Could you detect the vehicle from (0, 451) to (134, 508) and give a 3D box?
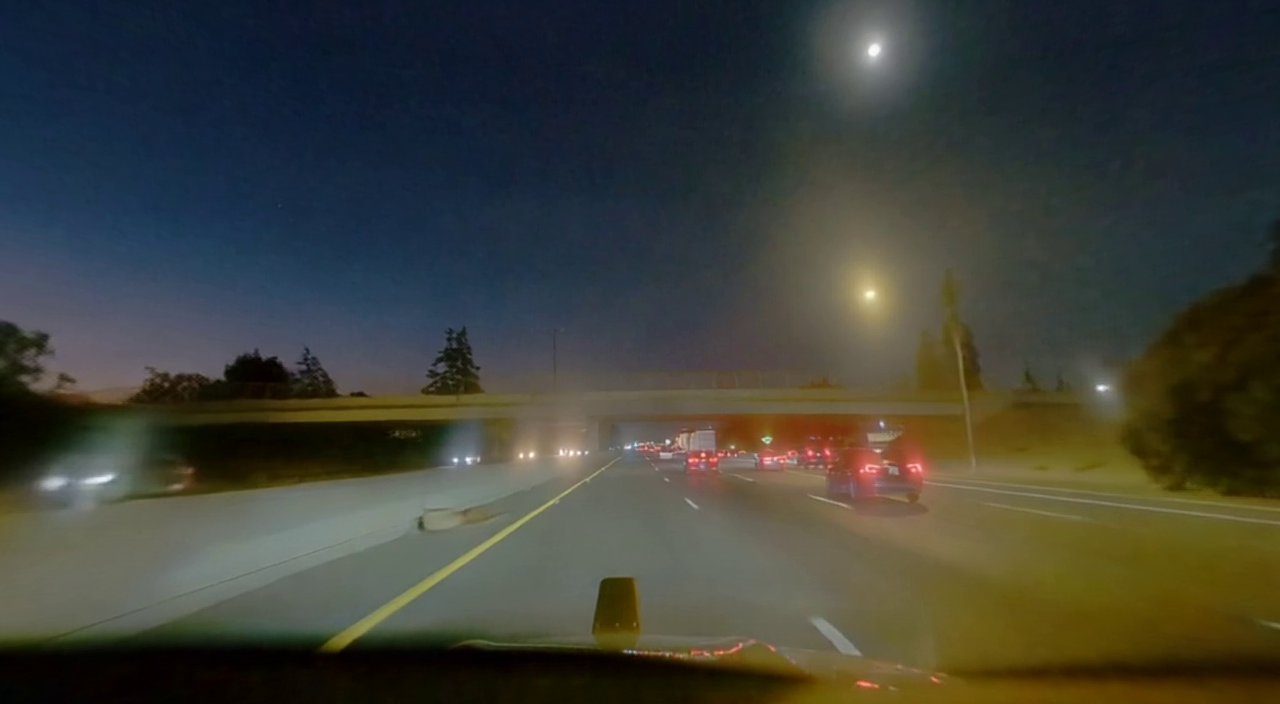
[{"bbox_3d":[-20.695,4.383,22.215,1.973,1.727,4.537,0,-9,0],"label":"vehicle"}]

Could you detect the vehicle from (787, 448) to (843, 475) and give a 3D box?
[{"bbox_3d":[9.860,6.168,35.872,1.838,1.440,4.121,0,-9,-2],"label":"vehicle"}]

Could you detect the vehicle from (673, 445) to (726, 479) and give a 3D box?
[{"bbox_3d":[2.809,5.332,30.890,1.993,1.507,4.594,0,-9,-2],"label":"vehicle"}]

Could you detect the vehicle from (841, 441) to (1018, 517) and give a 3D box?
[{"bbox_3d":[6.540,2.894,14.964,1.952,1.489,4.483,0,-9,-2],"label":"vehicle"}]
